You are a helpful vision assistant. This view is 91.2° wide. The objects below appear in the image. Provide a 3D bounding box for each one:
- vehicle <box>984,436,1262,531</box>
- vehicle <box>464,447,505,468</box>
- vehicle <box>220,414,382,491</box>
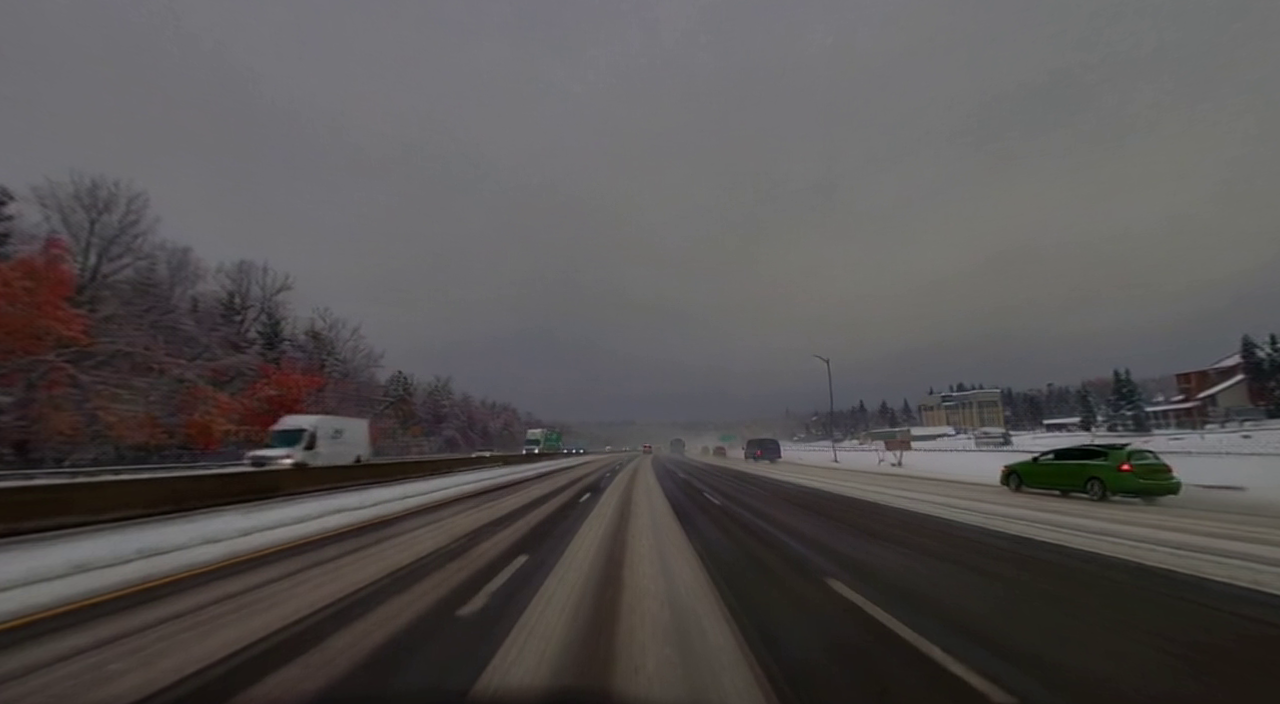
[{"bbox_3d":[8.915,2.425,12.156,1.874,1.494,4.082,1,-9,-5],"label":"vehicle"},{"bbox_3d":[-11.977,8.135,48.506,1.918,1.504,4.582,0,-9,1],"label":"vehicle"},{"bbox_3d":[-12.079,3.676,23.127,2.376,2.426,6.323,0,-9,0],"label":"vehicle"}]
